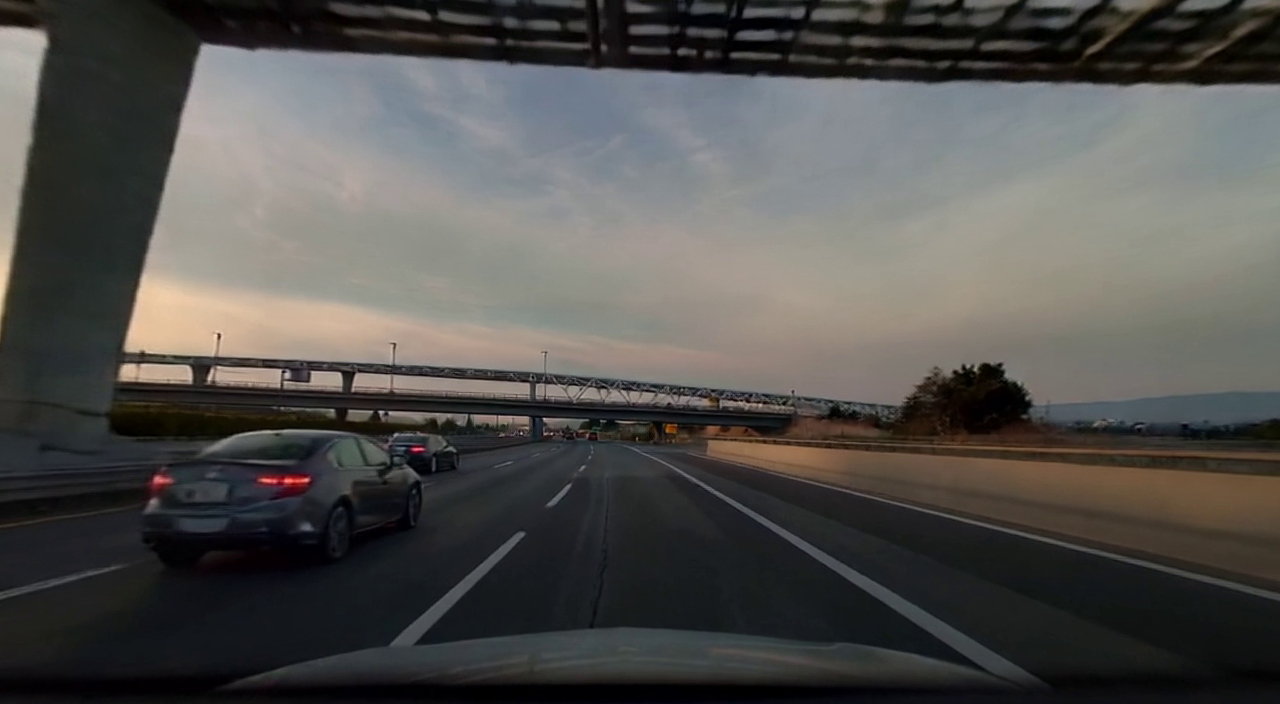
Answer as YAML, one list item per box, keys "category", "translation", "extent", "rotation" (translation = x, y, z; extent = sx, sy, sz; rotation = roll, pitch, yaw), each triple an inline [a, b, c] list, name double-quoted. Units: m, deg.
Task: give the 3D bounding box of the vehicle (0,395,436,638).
- category: "vehicle"
  translation: [-4.014, 1.421, 6.668]
  extent: [2.123, 1.601, 4.887]
  rotation: [0, -8, -1]
